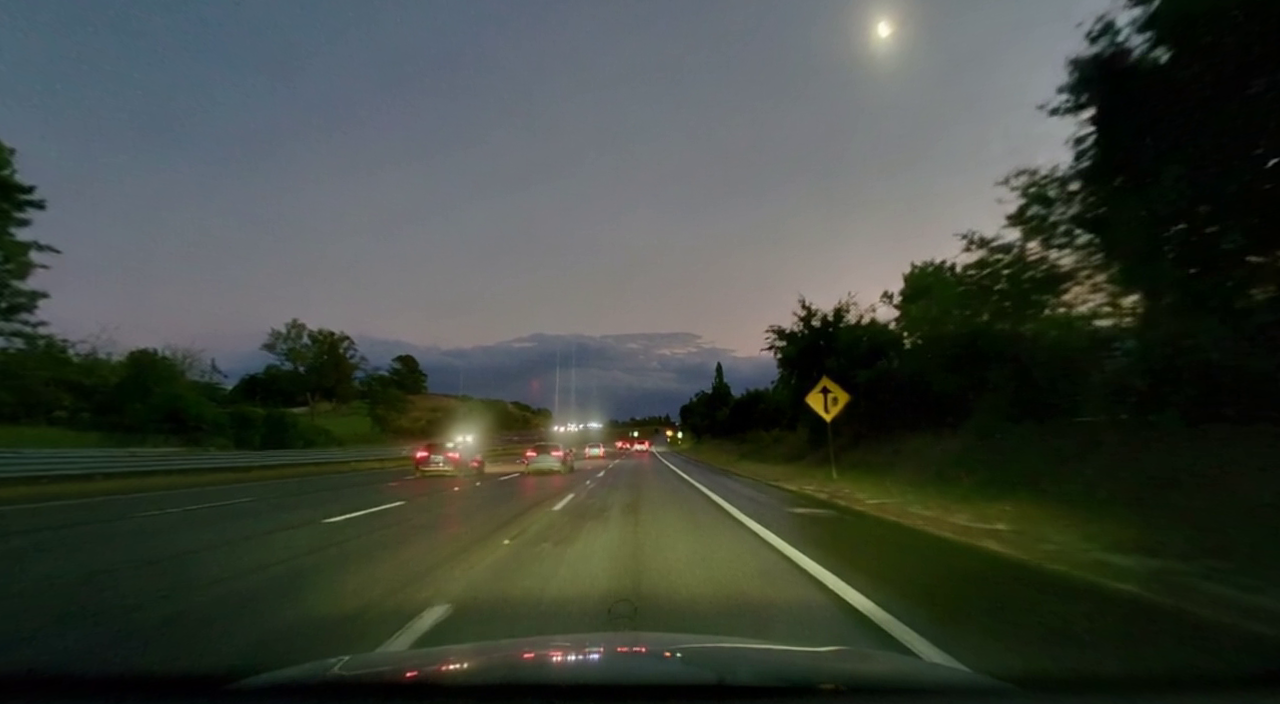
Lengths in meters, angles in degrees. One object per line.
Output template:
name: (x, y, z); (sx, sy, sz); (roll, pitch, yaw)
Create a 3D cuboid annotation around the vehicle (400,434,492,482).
vehicle: (-7.483, 4.129, 24.802); (2.108, 1.686, 4.556); (0, -9, 1)

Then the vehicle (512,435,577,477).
vehicle: (-4.063, 4.536, 27.549); (2.035, 1.673, 4.469); (0, -9, 1)
